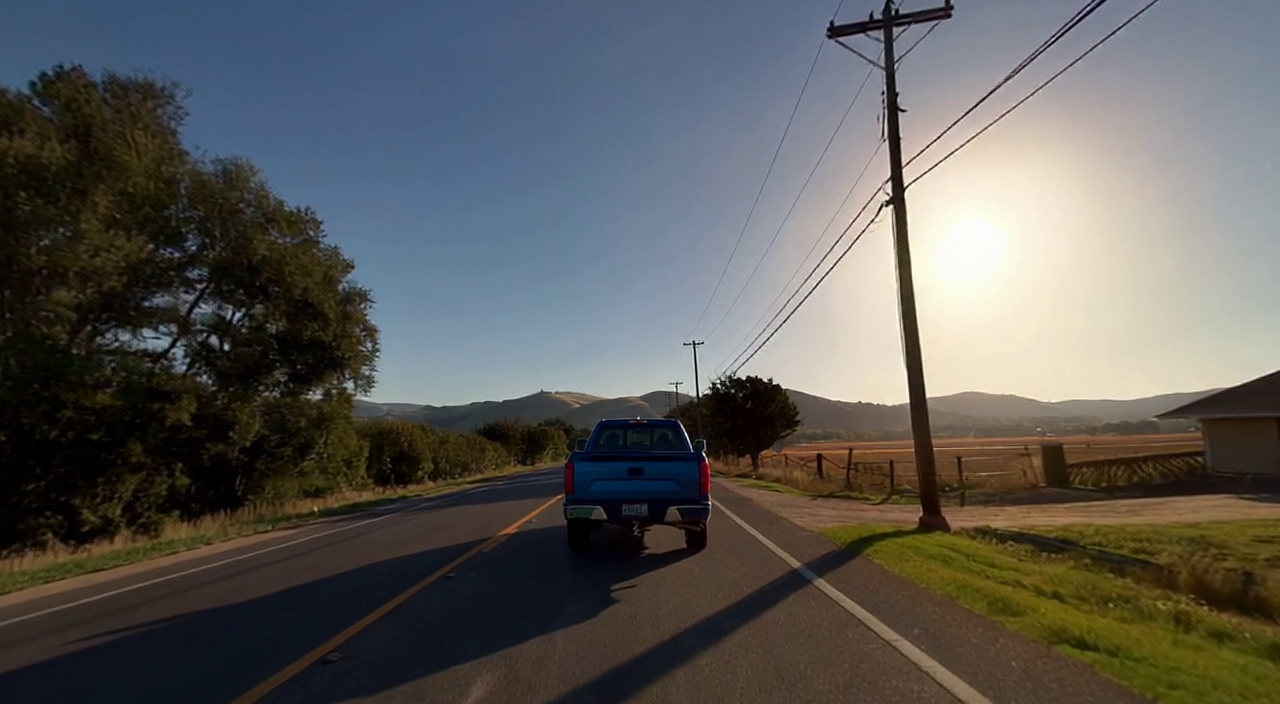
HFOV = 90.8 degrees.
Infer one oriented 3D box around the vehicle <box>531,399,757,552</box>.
[{"bbox_3d":[0.015,1.958,10.794,2.774,1.861,5.885,0,-8,-1],"label":"vehicle"}]
